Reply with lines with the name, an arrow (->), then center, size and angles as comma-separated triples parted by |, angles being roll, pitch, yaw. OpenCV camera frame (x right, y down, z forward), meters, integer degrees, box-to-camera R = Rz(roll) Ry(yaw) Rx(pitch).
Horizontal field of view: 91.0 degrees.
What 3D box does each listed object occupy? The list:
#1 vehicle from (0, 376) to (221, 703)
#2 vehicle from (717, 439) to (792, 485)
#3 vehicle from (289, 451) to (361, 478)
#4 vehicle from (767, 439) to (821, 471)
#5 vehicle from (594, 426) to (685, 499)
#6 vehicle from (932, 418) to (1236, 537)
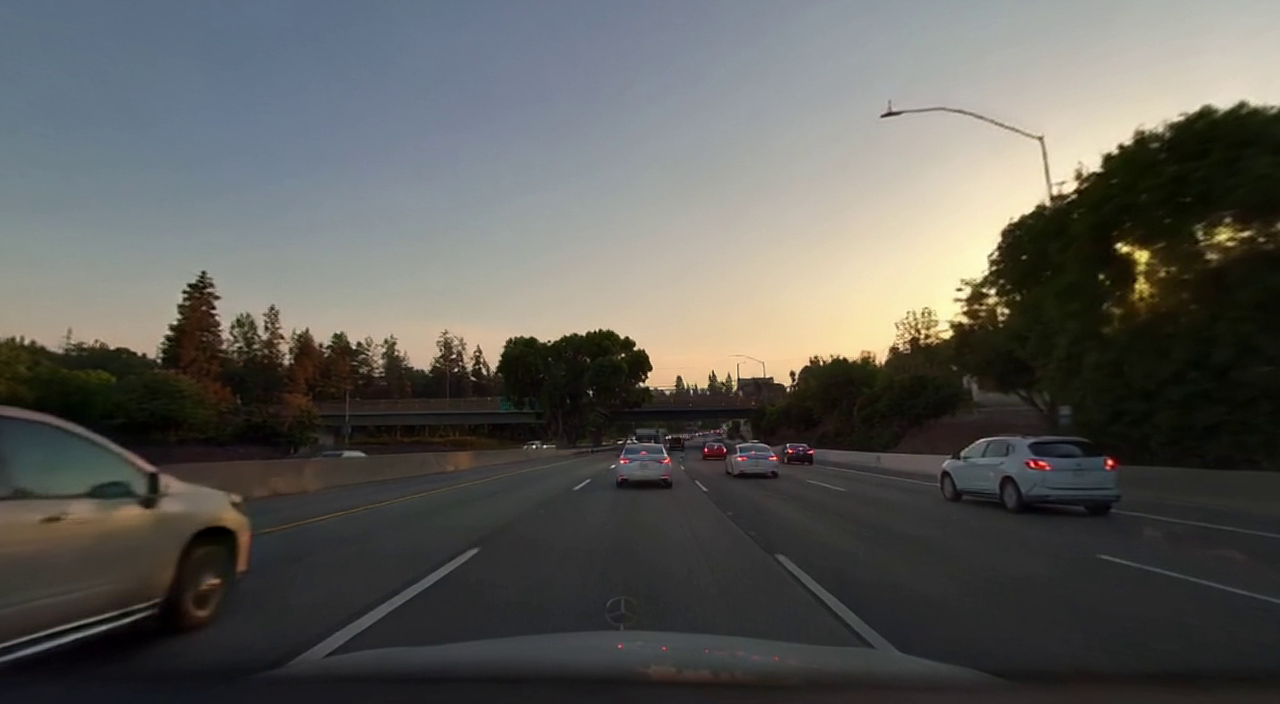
vehicle -> -4.180, 0.802, 2.196 | 2.128, 1.627, 4.697 | 0, -9, 1
vehicle -> 4.070, 3.987, 23.140 | 1.999, 1.514, 4.338 | 0, -9, 1
vehicle -> -19.969, 7.134, 40.120 | 1.869, 1.536, 4.621 | 0, -9, 5
vehicle -> 8.168, 5.494, 33.786 | 1.956, 1.588, 4.305 | 0, -9, 2
vehicle -> 0.048, 2.974, 17.240 | 2.181, 1.728, 3.970 | 0, -9, 2
vehicle -> 7.414, 2.138, 11.377 | 2.028, 1.657, 4.823 | 0, -9, 1
